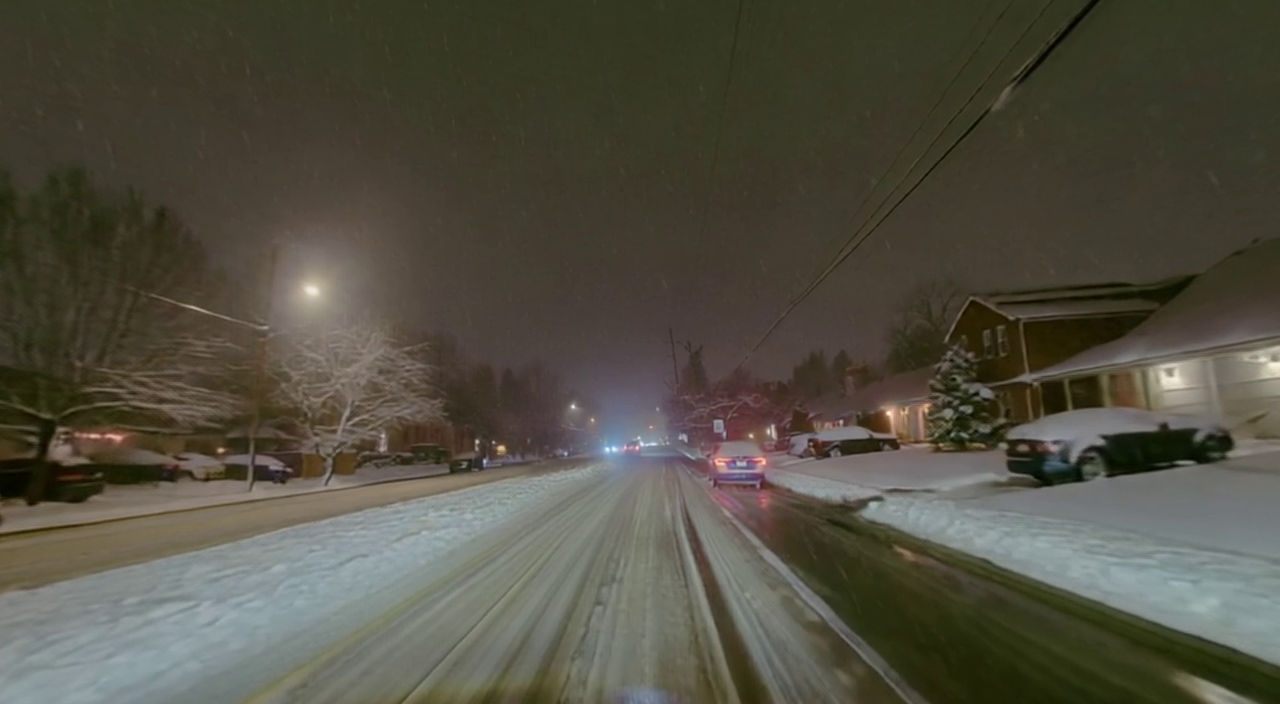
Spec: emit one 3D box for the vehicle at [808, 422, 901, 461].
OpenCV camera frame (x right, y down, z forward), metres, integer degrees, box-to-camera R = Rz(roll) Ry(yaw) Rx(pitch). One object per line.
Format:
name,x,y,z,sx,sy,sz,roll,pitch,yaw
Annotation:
vehicle,11.445,4.752,33.638,4.591,1.867,2.057,3,-11,-30

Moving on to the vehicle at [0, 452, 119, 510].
vehicle,-20.945,4.264,21.173,4.910,1.660,2.264,1,-9,3

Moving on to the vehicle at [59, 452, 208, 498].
vehicle,-20.666,5.007,25.882,4.505,1.501,1.953,2,-9,6

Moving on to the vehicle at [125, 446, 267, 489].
vehicle,-21.117,5.503,30.241,4.912,1.936,2.355,0,-8,-2

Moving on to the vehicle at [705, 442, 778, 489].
vehicle,3.429,3.915,22.155,2.016,1.477,4.207,0,-8,2

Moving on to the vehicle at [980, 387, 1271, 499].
vehicle,10.026,1.881,13.308,4.463,1.765,1.960,-5,-8,-5
